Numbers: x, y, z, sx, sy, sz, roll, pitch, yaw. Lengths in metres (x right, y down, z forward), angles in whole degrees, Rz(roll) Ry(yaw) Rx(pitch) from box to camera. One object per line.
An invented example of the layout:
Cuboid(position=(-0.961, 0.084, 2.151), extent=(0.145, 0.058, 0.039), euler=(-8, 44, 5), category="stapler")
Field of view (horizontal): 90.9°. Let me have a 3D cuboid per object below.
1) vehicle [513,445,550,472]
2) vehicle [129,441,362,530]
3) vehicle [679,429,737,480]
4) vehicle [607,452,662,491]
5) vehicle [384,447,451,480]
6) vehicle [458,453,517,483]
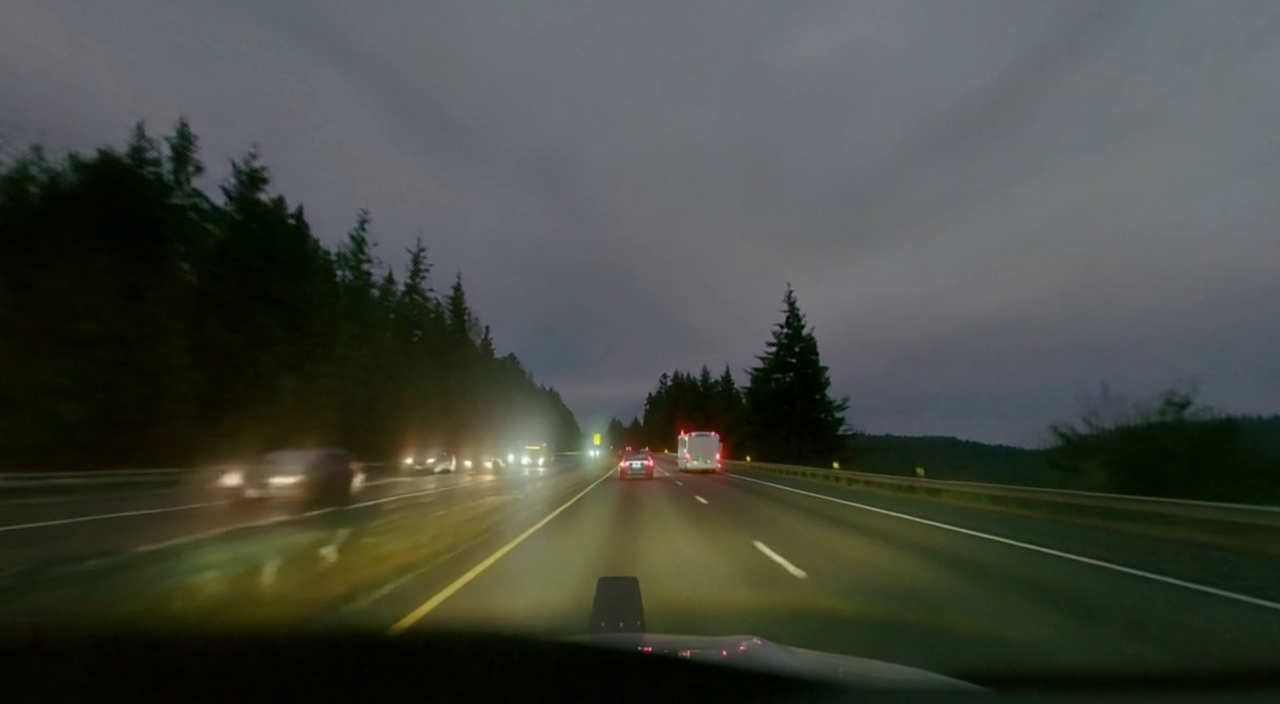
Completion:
Cuboid(position=(-8.110, 8.015, 47.514), extent=(2.023, 1.871, 4.993), euler=(0, -9, -1), category="vehicle")
Cuboid(position=(-7.598, 2.591, 12.804), extent=(1.898, 1.464, 4.386), euler=(0, -9, 0), category="vehicle")
Cuboid(position=(3.713, 5.836, 35.904), extent=(2.513, 2.633, 5.930), euler=(0, -9, -1), category="vehicle")
Cuboid(position=(-0.196, 4.772, 25.518), extent=(2.037, 1.417, 3.885), euler=(0, -9, 0), category="vehicle")
Cuboid(position=(-11.977, 6.014, 34.203), extent=(2.074, 1.614, 4.220), euler=(0, -9, 0), category="vehicle")
Cuboid(position=(-7.696, 5.895, 32.182), extent=(1.970, 1.383, 4.178), euler=(0, -9, 0), category="vehicle")
